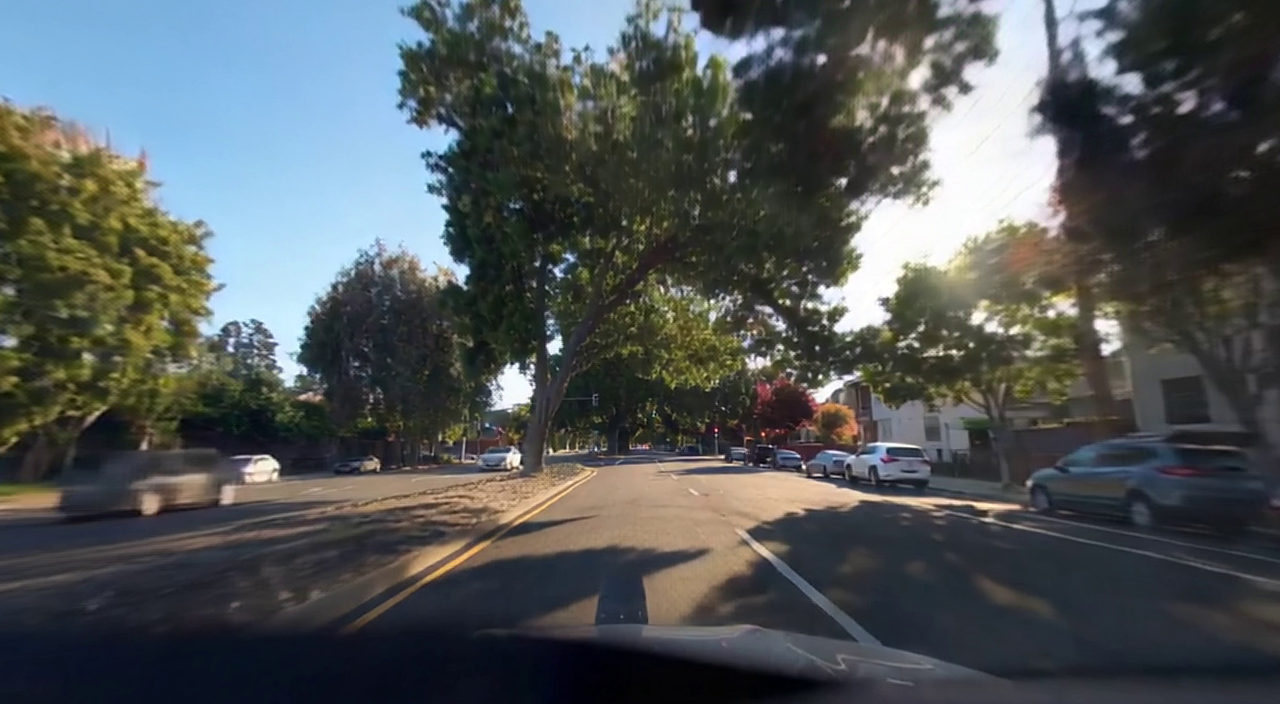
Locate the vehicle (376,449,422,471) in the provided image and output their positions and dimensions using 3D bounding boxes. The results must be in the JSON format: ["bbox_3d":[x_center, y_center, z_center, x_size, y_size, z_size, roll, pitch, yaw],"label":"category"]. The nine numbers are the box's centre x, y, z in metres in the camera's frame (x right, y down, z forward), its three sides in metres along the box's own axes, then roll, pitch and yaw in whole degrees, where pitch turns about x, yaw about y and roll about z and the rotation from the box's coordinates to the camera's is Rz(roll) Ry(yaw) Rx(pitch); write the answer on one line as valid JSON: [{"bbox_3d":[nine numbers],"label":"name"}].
[{"bbox_3d":[-18.407,8.243,48.511,1.728,1.512,4.554,0,-8,0],"label":"vehicle"}]

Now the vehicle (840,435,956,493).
[{"bbox_3d":[9.839,4.308,24.735,2.176,1.893,5.744,2,-8,0],"label":"vehicle"}]

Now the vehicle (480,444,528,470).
[{"bbox_3d":[-8.203,6.347,38.463,1.922,1.486,4.392,0,-8,1],"label":"vehicle"}]

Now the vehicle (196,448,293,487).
[{"bbox_3d":[-18.382,5.331,29.627,1.842,1.660,4.120,0,-8,0],"label":"vehicle"}]

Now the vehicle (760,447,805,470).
[{"bbox_3d":[9.785,7.300,43.740,1.931,1.473,4.742,0,-8,0],"label":"vehicle"}]

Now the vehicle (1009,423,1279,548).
[{"bbox_3d":[9.990,2.453,12.471,2.182,1.902,5.406,0,-8,1],"label":"vehicle"}]

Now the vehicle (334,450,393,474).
[{"bbox_3d":[-18.306,7.282,42.070,1.844,1.480,4.729,0,-8,-1],"label":"vehicle"}]

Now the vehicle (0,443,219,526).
[{"bbox_3d":[-11.668,2.745,13.760,1.826,1.472,4.493,0,-8,1],"label":"vehicle"}]
